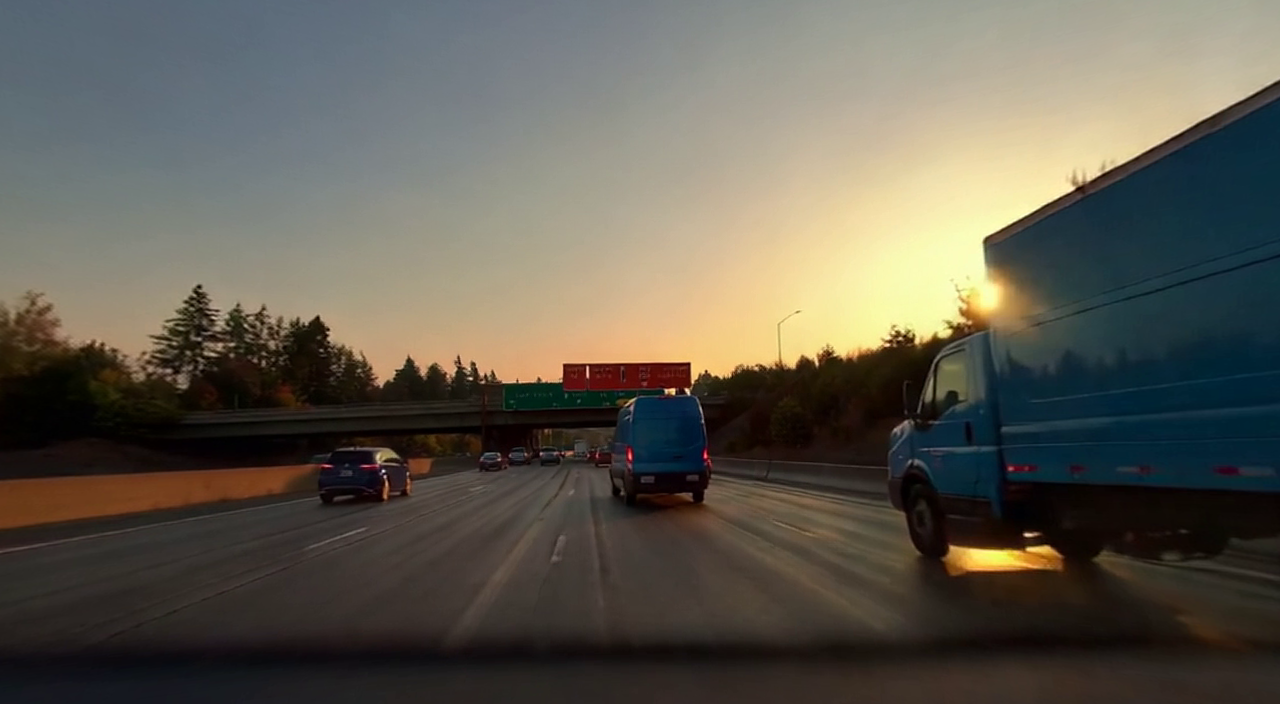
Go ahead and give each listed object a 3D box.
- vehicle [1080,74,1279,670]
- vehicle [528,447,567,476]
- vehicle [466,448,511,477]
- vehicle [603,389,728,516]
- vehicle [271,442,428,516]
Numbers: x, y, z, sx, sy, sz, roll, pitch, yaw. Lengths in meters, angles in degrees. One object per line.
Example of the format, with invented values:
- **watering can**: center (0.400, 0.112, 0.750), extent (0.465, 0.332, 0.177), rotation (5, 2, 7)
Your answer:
- **vehicle**: center (5.454, -0.387, 0.553), extent (2.800, 3.507, 9.244), rotation (0, -9, -4)
- **vehicle**: center (-5.179, 6.175, 35.566), extent (2.002, 1.536, 4.021), rotation (1, -9, -6)
- **vehicle**: center (-8.411, 6.160, 35.145), extent (2.026, 1.506, 4.102), rotation (1, -9, -7)
- **vehicle**: center (0.365, 2.420, 15.307), extent (2.268, 2.551, 5.144), rotation (1, -9, -6)
- **vehicle**: center (-6.776, 2.976, 15.248), extent (2.003, 1.498, 4.386), rotation (0, -9, -5)
